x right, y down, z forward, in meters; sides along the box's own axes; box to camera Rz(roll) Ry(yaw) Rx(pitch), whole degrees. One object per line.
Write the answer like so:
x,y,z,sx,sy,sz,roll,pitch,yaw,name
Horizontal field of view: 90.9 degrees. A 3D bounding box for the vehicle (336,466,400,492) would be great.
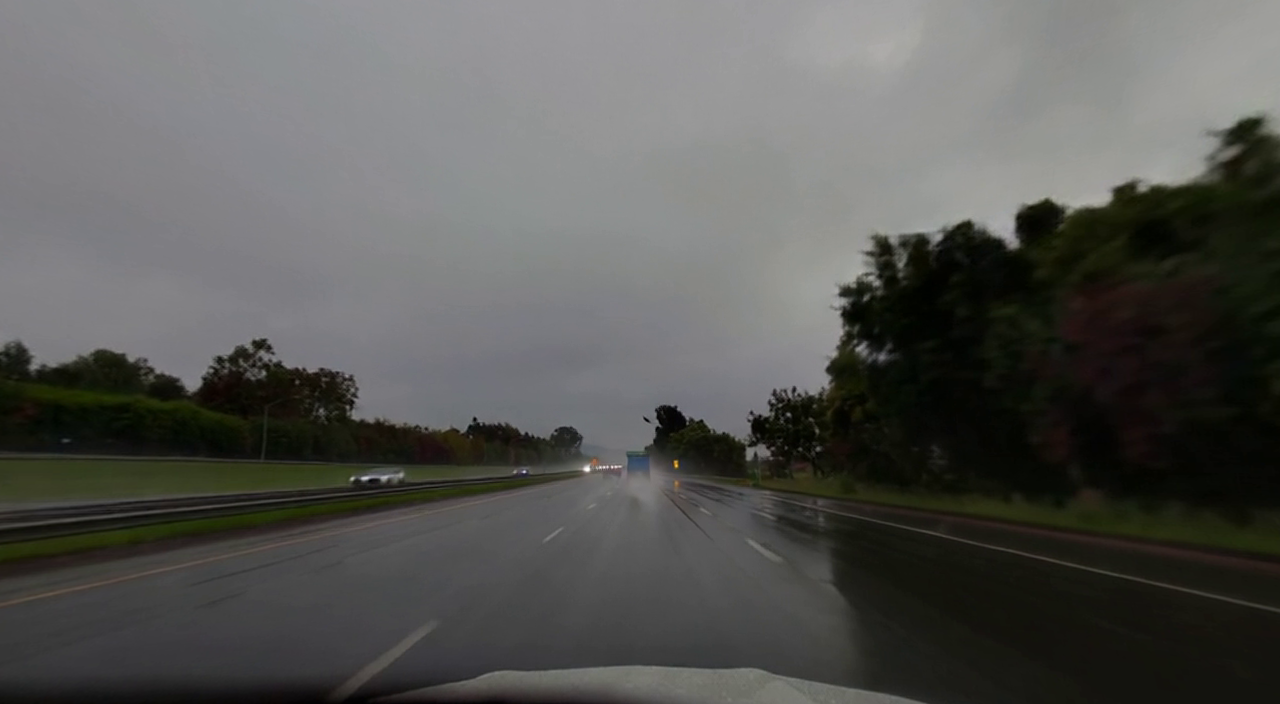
-17.092,8.000,39.808,1.955,1.496,4.555,1,-10,0,vehicle
